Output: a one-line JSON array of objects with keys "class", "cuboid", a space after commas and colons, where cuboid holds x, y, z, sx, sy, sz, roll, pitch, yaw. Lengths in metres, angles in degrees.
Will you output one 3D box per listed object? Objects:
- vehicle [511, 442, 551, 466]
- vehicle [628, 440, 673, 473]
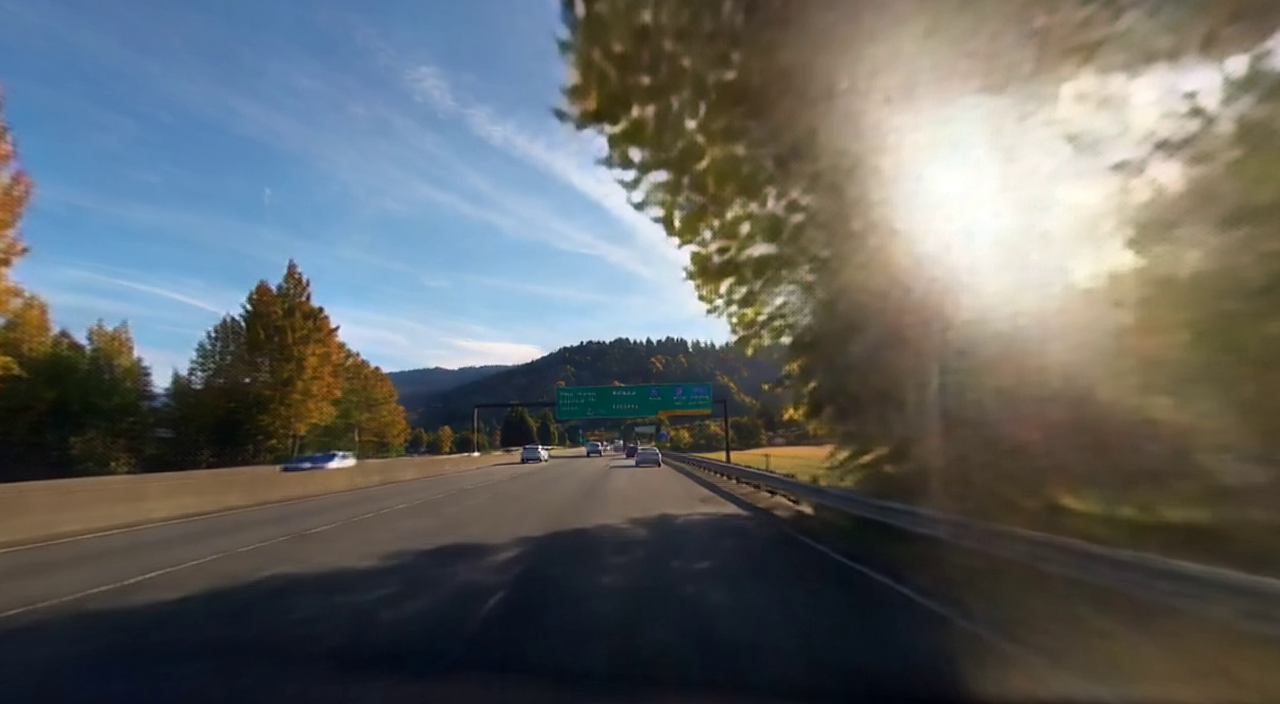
[{"class": "vehicle", "cuboid": [-7.068, 6.647, 41.185, 1.955, 1.468, 3.637, 0, -9, -1]}, {"class": "vehicle", "cuboid": [0.428, 5.029, 30.492, 2.019, 1.475, 4.301, 0, -9, -2]}]
